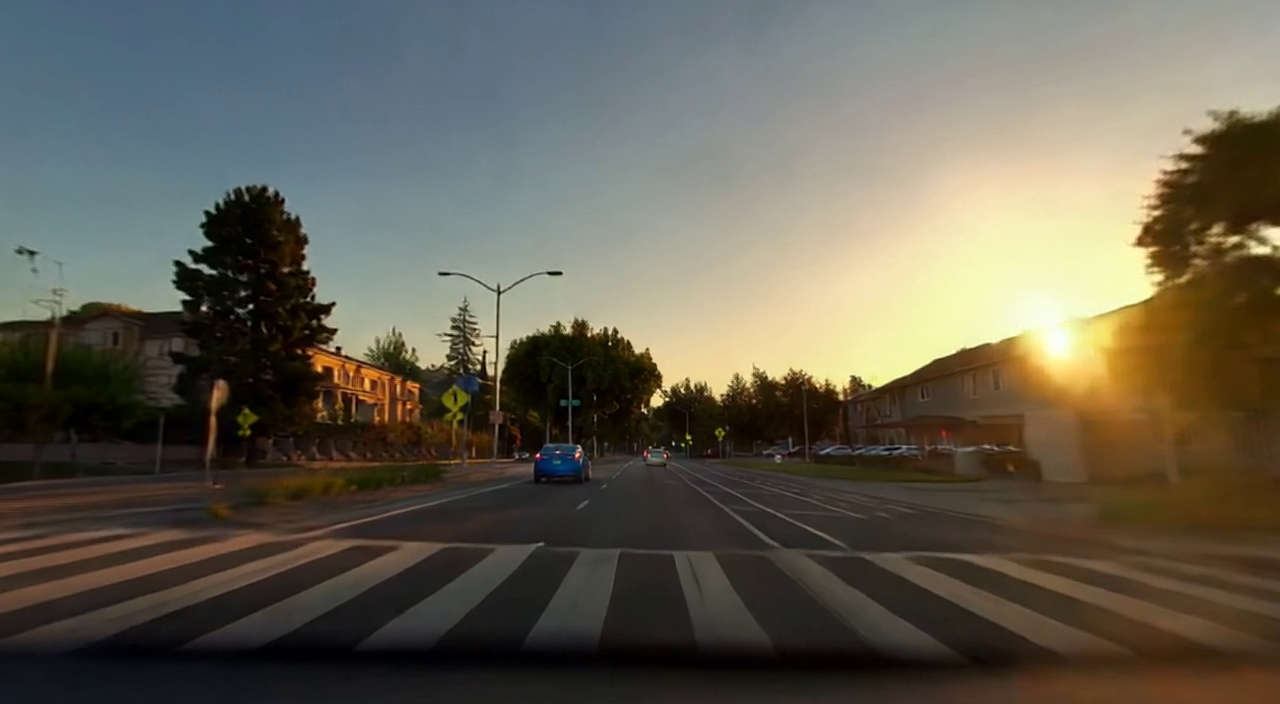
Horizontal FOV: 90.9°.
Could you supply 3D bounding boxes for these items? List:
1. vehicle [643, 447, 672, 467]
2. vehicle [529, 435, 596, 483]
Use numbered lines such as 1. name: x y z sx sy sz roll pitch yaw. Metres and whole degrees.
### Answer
1. vehicle: 1.308 7.946 47.821 2.075 1.480 3.920 0 -9 0
2. vehicle: -3.128 4.409 26.331 2.150 1.812 4.423 0 -9 1
